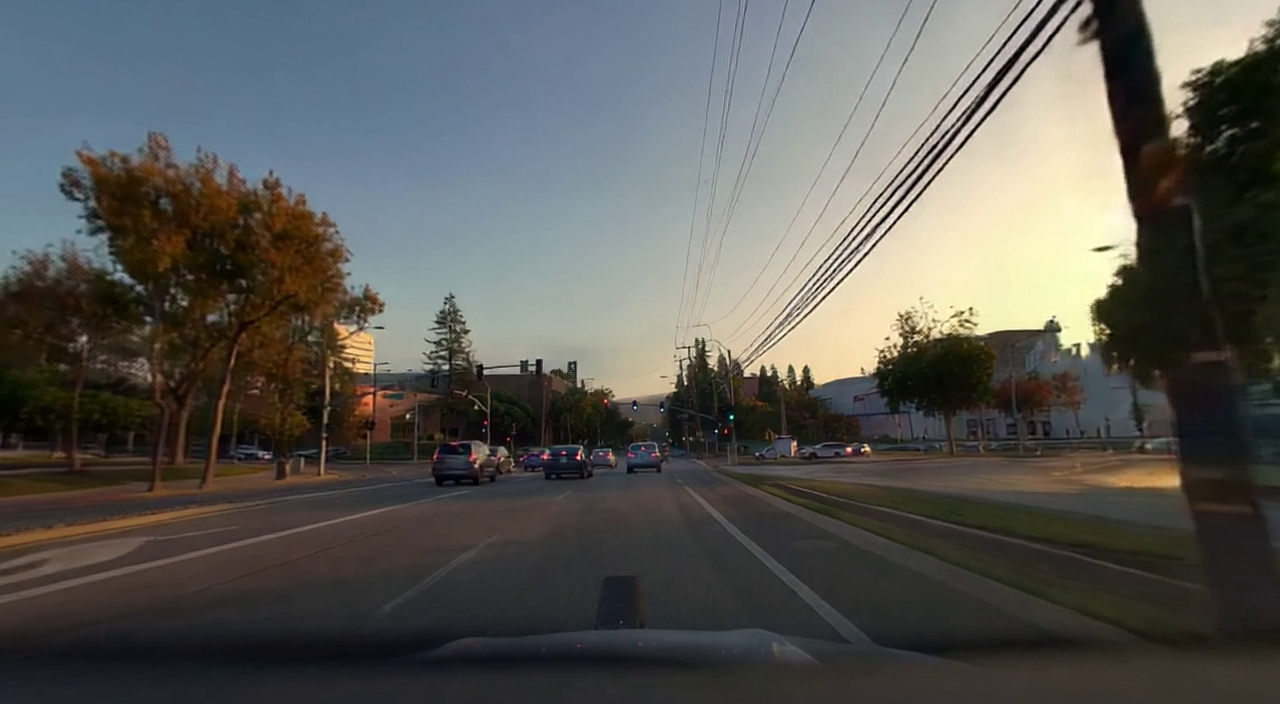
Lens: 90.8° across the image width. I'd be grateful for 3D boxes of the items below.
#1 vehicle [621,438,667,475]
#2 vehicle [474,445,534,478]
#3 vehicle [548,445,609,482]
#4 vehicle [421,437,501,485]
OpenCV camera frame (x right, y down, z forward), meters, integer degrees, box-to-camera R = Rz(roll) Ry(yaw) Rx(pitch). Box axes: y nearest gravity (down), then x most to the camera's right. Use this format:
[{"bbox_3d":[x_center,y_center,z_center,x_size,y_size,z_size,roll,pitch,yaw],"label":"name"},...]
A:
[{"bbox_3d":[0.277,5.687,34.652,2.276,1.850,3.897,-1,-8,4],"label":"vehicle"},{"bbox_3d":[-6.945,5.625,32.773,1.912,1.573,4.299,-1,-8,4],"label":"vehicle"},{"bbox_3d":[-2.624,4.889,27.994,2.064,1.464,4.373,-1,-8,3],"label":"vehicle"},{"bbox_3d":[-7.052,4.308,25.293,1.860,1.754,4.089,0,-8,2],"label":"vehicle"}]
